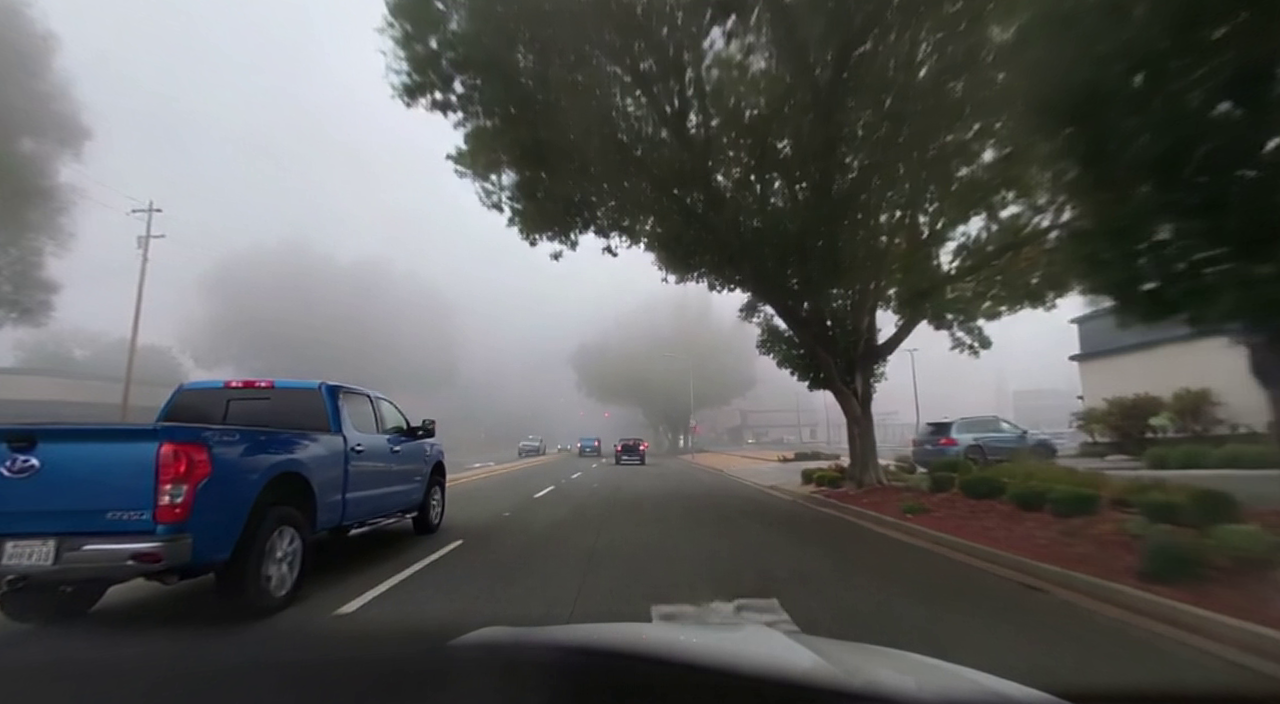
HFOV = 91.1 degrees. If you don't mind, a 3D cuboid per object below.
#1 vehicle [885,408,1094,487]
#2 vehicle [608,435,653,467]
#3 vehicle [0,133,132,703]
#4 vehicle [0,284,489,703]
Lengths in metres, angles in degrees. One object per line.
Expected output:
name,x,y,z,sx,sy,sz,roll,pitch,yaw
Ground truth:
vehicle,8.938,2.422,16.029,5.109,1.735,1.997,4,-9,-26
vehicle,-0.465,5.184,33.020,2.191,1.530,4.470,0,-8,0
vehicle,-3.752,0.162,0.221,2.733,2.495,5.037,0,-8,2
vehicle,-3.717,1.178,6.251,2.552,2.079,6.810,0,-8,1
